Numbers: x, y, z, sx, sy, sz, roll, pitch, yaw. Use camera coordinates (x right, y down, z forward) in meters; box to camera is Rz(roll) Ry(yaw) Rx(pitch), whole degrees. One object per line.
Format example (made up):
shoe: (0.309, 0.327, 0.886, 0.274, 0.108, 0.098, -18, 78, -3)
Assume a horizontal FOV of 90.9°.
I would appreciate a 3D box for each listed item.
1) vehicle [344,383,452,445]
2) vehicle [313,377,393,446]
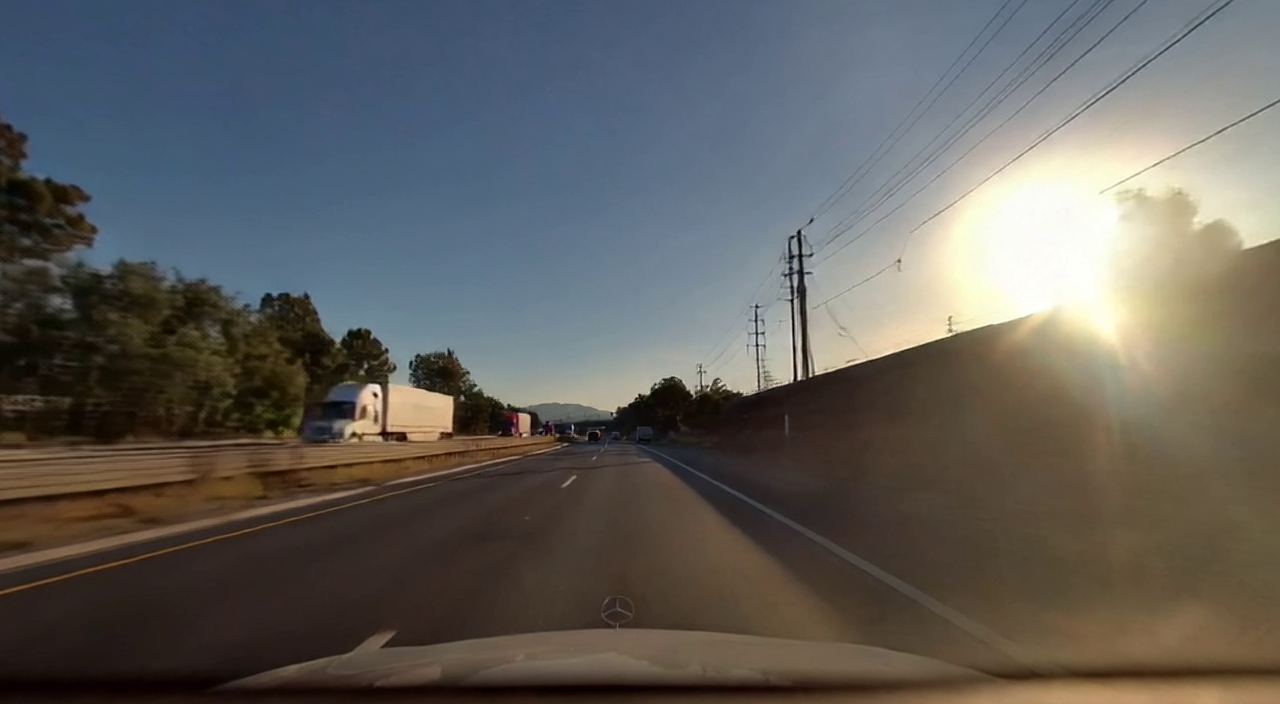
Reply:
vehicle: (-17.067, 4.739, 45.897, 2.828, 3.852, 13.292, 0, -8, -1)
vehicle: (-17.027, 3.617, 37.607, 3.032, 3.927, 3.511, 0, -8, -1)
